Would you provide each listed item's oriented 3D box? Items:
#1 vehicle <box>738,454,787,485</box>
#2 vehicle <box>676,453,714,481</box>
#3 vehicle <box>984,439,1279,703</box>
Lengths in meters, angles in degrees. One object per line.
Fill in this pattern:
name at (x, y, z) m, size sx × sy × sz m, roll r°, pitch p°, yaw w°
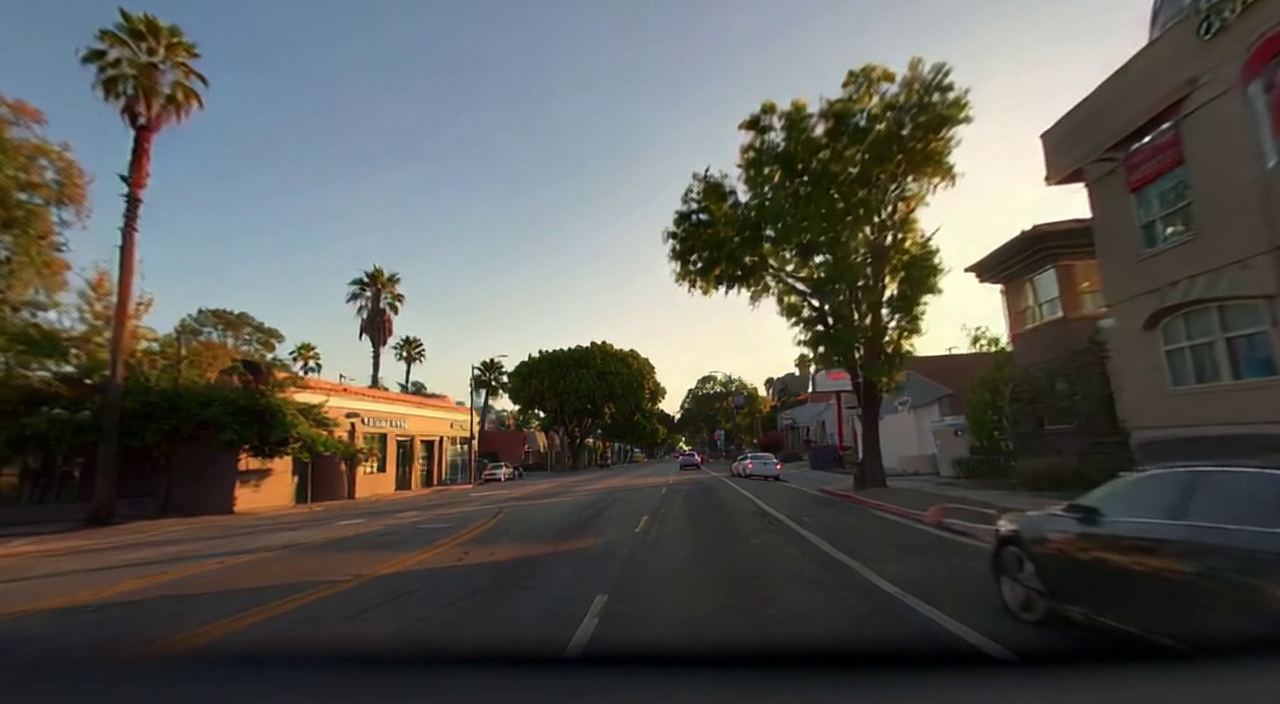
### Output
vehicle at (6.510, 6.289, 34.013) m, size 1.834 × 1.504 × 4.331 m, roll 0°, pitch -9°, yaw 1°
vehicle at (3.191, 6.637, 36.659) m, size 2.067 × 1.477 × 4.653 m, roll -1°, pitch -9°, yaw 5°
vehicle at (4.306, 1.323, 3.873) m, size 2.025 × 1.538 × 4.707 m, roll -1°, pitch -9°, yaw 4°
